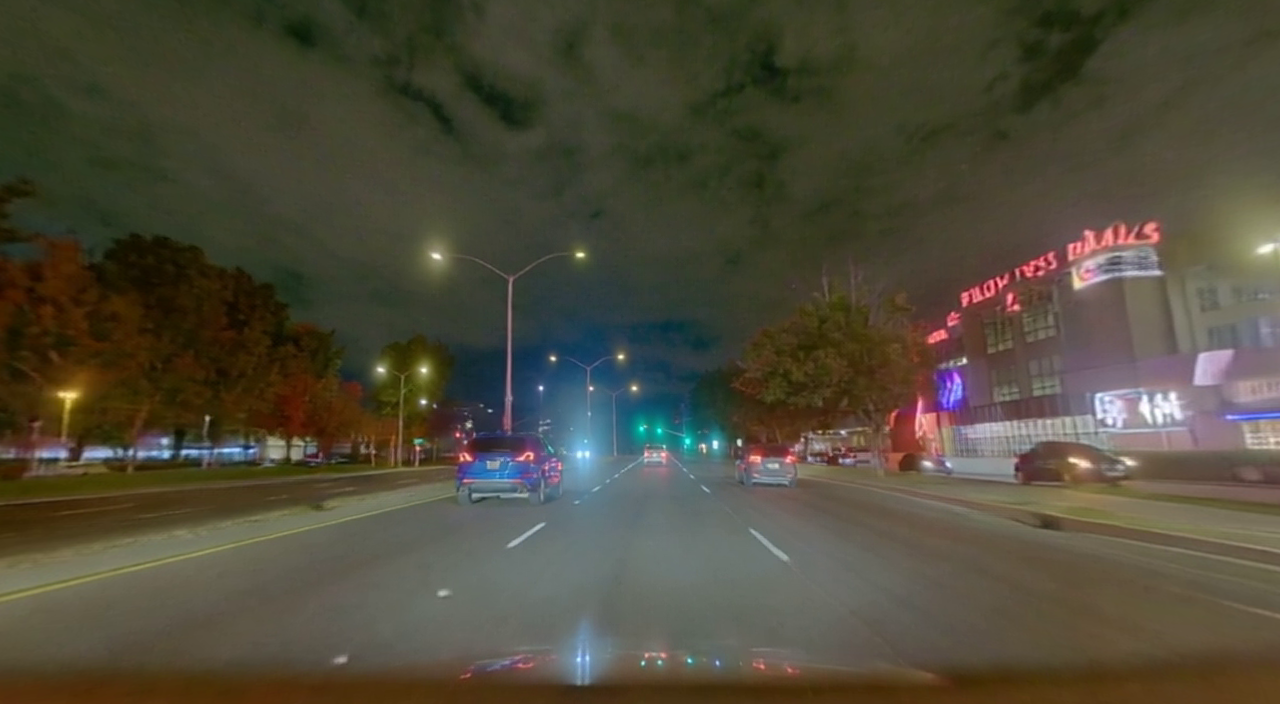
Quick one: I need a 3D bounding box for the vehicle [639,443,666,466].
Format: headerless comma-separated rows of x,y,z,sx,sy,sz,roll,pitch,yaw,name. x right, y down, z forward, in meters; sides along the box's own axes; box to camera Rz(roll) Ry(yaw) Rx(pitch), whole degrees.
0.979,7.973,49.271,2.067,1.702,3.987,0,-9,1,vehicle

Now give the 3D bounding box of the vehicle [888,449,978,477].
16.125,6.096,34.760,4.133,1.475,1.833,2,-9,-11,vehicle

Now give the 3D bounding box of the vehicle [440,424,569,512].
-3.066,2.730,15.323,2.047,1.810,4.414,0,-9,2,vehicle

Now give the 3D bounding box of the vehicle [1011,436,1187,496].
15.077,3.743,21.139,1.932,1.748,4.741,2,-9,-8,vehicle

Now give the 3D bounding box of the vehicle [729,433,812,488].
4.564,3.868,22.812,2.083,1.779,4.347,0,-9,0,vehicle
